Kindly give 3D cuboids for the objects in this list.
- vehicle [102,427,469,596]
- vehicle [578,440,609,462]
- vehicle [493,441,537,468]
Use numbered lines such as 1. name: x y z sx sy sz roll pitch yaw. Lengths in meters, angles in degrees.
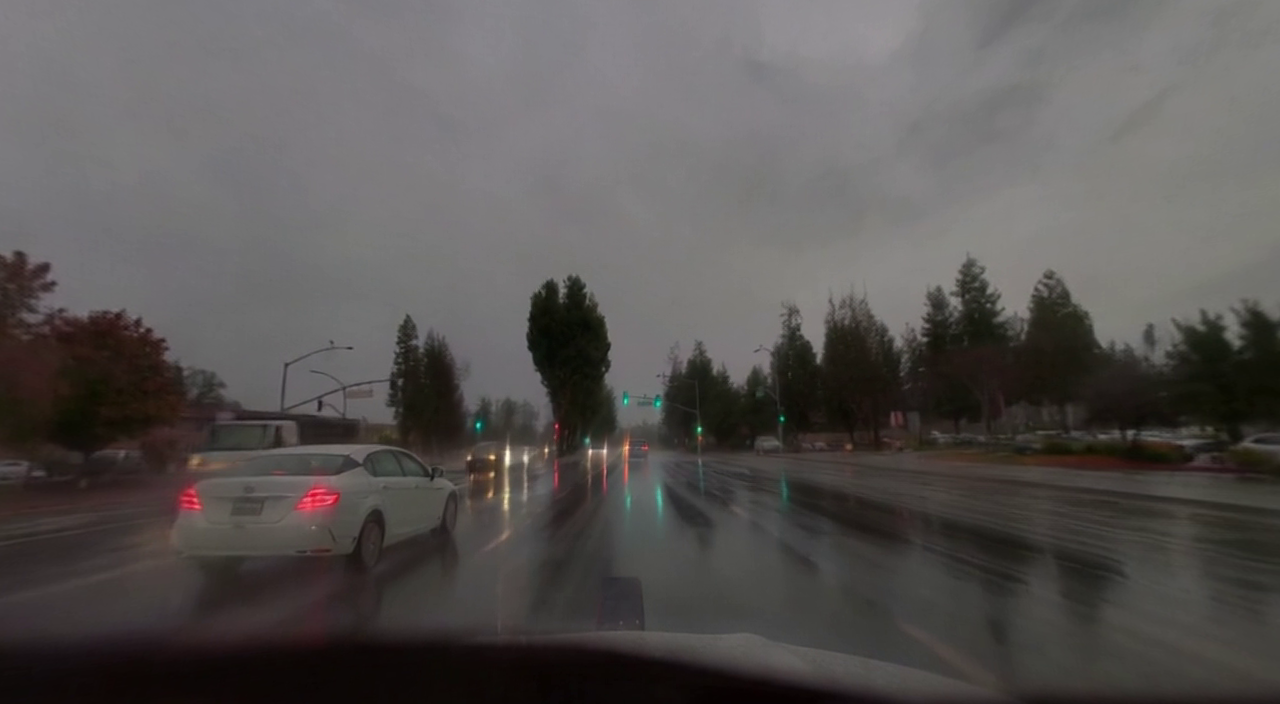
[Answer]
1. vehicle: -3.624 1.691 7.638 1.905 1.418 4.396 0 -9 0
2. vehicle: -3.581 7.714 49.238 2.103 1.592 4.160 0 -9 0
3. vehicle: -7.851 6.466 39.986 1.964 1.627 4.147 0 -9 0
